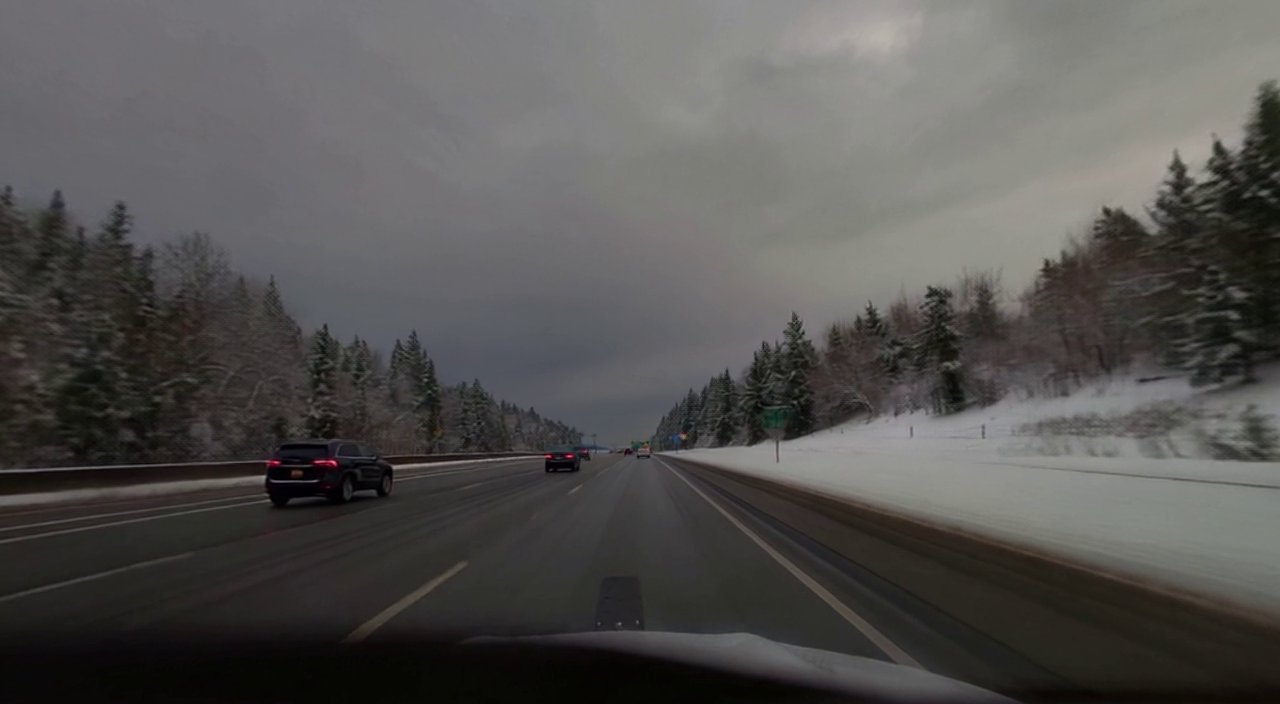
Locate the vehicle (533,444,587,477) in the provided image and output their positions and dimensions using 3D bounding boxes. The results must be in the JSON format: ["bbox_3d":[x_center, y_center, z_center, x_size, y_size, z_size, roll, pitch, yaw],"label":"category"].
[{"bbox_3d":[-4.006,5.519,32.322,2.104,1.558,4.639,0,-9,1],"label":"vehicle"}]

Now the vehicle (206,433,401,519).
[{"bbox_3d":[-7.222,2.681,14.144,2.007,1.616,4.141,0,-9,1],"label":"vehicle"}]
